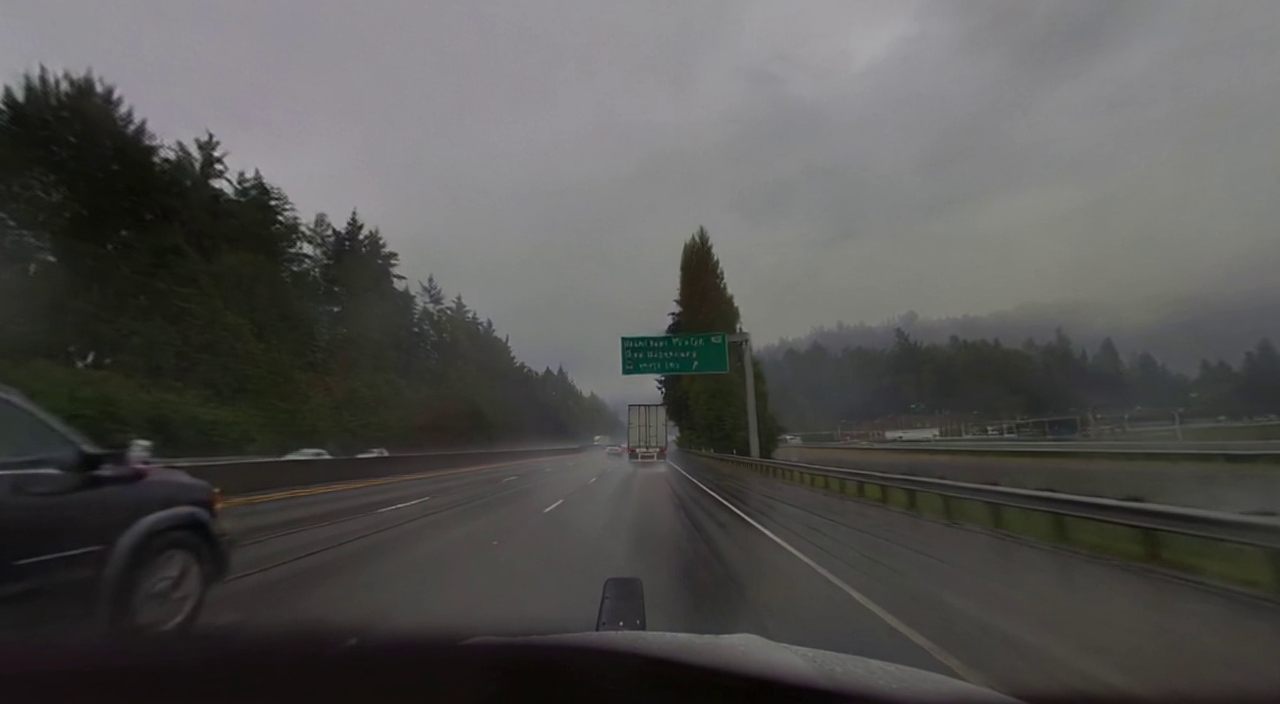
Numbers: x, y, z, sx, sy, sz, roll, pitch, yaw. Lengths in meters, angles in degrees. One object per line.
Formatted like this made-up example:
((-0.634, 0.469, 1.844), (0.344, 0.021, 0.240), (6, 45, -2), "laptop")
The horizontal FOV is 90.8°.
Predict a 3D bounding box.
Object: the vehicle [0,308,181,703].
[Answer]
((-3.795, 0.530, 0.967), (2.226, 1.933, 5.179), (0, -9, 0), "vehicle")

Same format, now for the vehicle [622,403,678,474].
((0.457, 5.608, 39.968), (2.976, 3.800, 12.335), (0, -9, -1), "vehicle")

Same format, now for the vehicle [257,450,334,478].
((-19.659, 6.393, 36.242), (1.816, 1.476, 4.468), (0, -9, 1), "vehicle")
